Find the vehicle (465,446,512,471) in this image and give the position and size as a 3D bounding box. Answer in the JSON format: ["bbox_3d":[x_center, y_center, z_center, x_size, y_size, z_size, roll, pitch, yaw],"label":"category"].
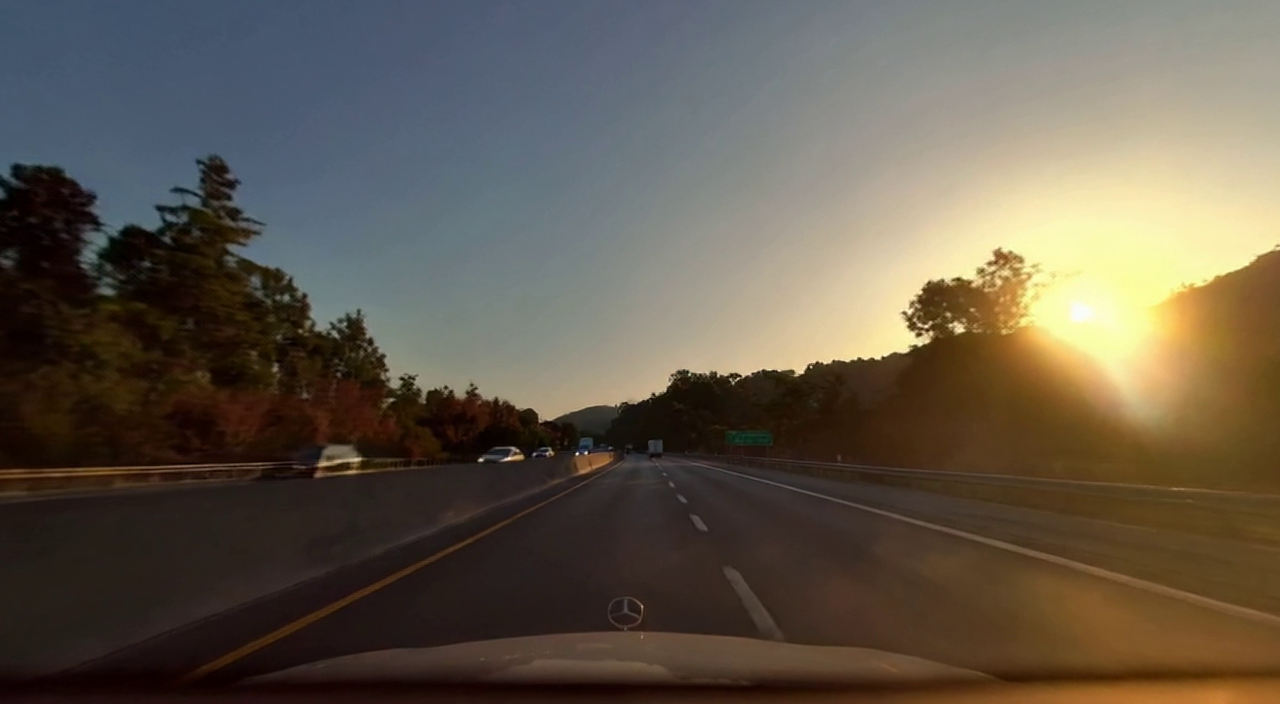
[{"bbox_3d":[-9.605,6.777,40.284,1.898,1.473,4.010,0,-9,1],"label":"vehicle"}]

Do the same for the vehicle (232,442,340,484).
[{"bbox_3d":[-13.386,4.209,24.112,1.873,1.466,3.722,0,-9,1],"label":"vehicle"}]
